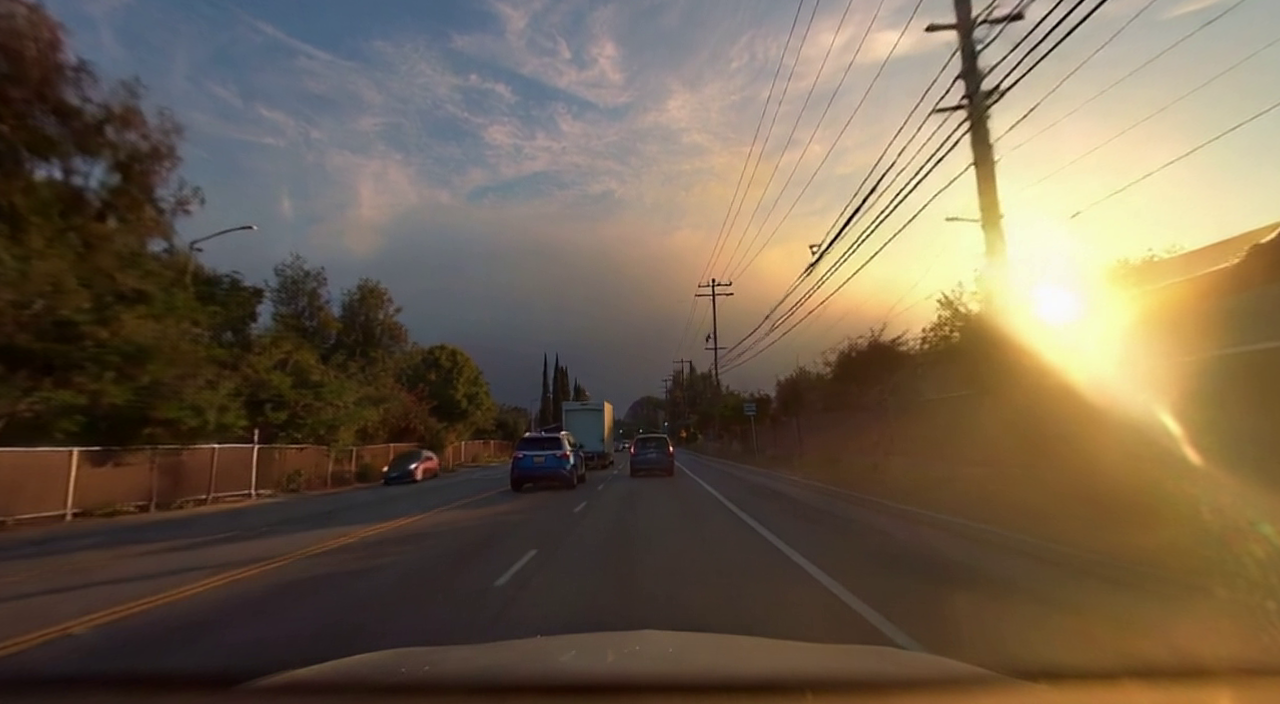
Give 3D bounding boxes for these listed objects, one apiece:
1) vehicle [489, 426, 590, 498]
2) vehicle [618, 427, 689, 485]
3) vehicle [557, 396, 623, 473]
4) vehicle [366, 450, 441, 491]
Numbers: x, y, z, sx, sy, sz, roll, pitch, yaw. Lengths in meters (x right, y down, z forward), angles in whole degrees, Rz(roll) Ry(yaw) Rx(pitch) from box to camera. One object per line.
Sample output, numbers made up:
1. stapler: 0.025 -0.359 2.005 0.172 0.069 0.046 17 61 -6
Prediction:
1. vehicle: -2.780 3.192 18.592 2.093 1.832 4.508 -1 -9 2
2. vehicle: 0.413 3.532 21.575 2.174 1.749 4.113 -1 -9 0
3. vehicle: -2.603 4.806 36.075 2.928 3.658 10.953 -1 -9 0
4. vehicle: -11.739 5.869 31.557 1.959 1.691 4.479 -5 -9 0
